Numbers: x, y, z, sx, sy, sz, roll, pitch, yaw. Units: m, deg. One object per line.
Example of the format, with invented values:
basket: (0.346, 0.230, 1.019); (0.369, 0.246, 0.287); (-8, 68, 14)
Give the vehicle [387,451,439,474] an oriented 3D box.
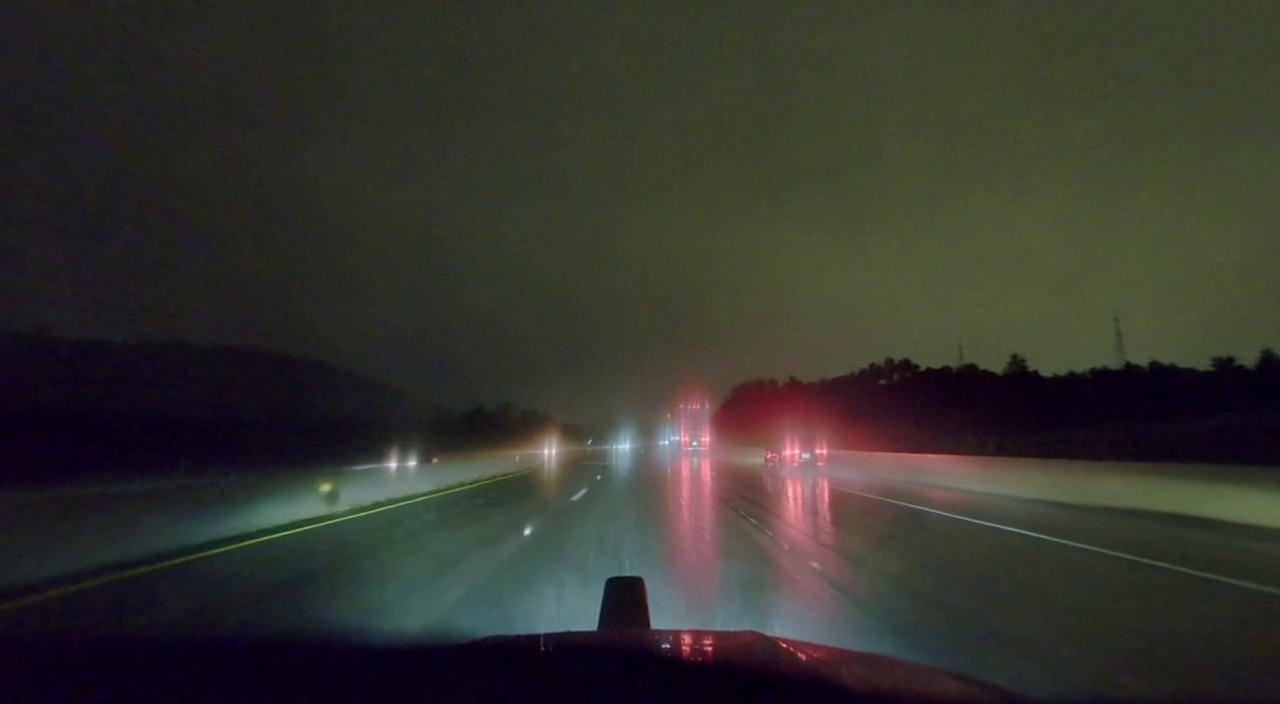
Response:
vehicle: (-16.402, 8.006, 45.643); (1.913, 1.512, 4.689); (0, -9, 2)
